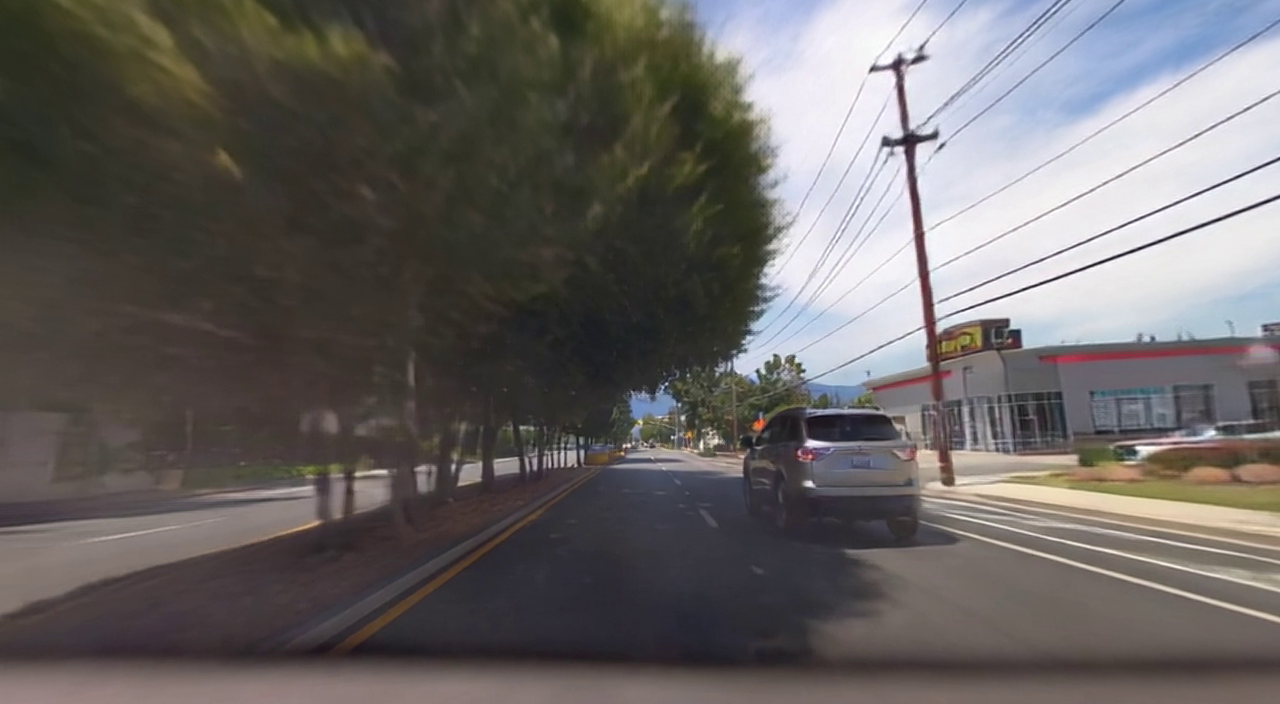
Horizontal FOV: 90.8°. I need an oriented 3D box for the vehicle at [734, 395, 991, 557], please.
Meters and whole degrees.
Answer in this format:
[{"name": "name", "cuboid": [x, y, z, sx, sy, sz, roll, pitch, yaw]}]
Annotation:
[{"name": "vehicle", "cuboid": [2.884, 1.757, 9.599, 2.060, 1.820, 4.713, 0, -8, -1]}]
